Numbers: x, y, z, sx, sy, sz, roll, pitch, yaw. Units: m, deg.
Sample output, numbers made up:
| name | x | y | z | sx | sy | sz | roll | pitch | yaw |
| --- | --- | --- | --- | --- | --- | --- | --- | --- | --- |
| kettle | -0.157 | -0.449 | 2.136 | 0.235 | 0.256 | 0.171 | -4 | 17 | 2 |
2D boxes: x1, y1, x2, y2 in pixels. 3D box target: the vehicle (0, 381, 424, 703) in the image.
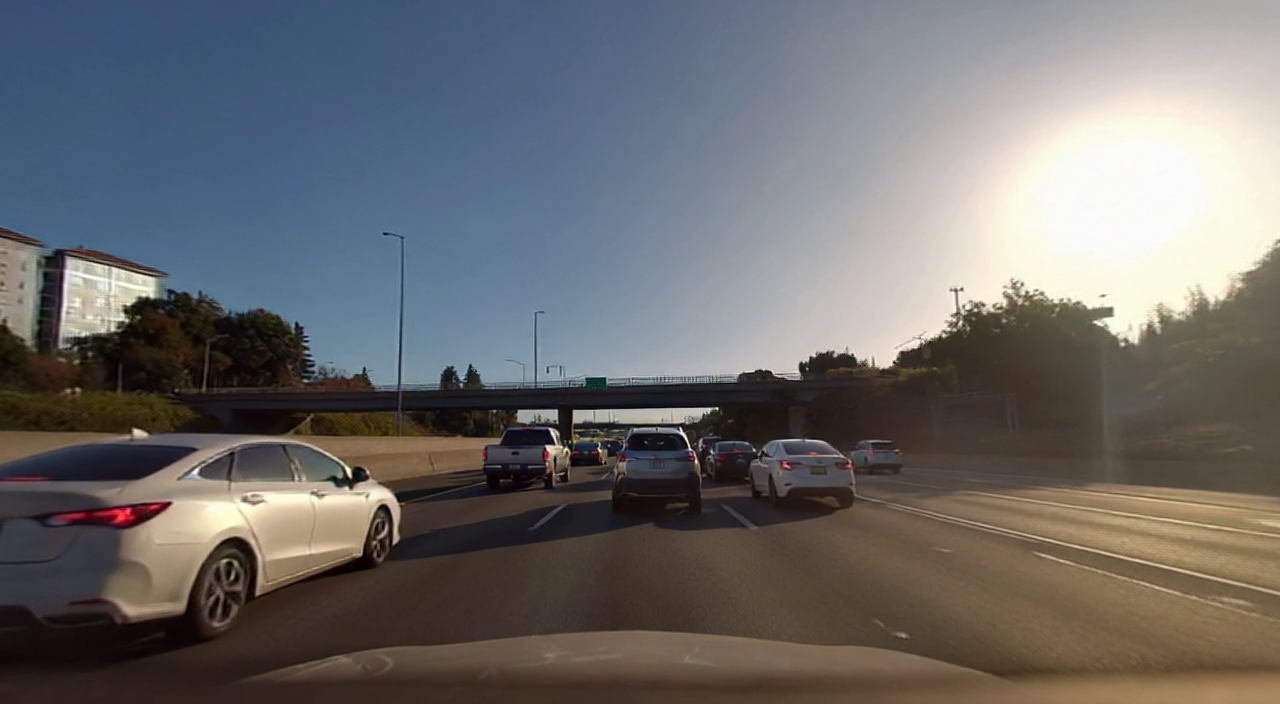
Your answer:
| name | x | y | z | sx | sy | sz | roll | pitch | yaw |
| --- | --- | --- | --- | --- | --- | --- | --- | --- | --- |
| vehicle | -3.634 | 1.266 | 5.075 | 2.014 | 1.579 | 4.761 | 0 | -9 | 1 |

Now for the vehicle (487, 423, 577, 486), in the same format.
| name | x | y | z | sx | sy | sz | roll | pitch | yaw |
| --- | --- | --- | --- | --- | --- | --- | --- | --- | --- |
| vehicle | -3.929 | 3.886 | 24.120 | 2.212 | 2.101 | 6.052 | 0 | -9 | 1 |

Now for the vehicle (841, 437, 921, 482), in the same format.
| name | x | y | z | sx | sy | sz | roll | pitch | yaw |
| --- | --- | --- | --- | --- | --- | --- | --- | --- | --- |
| vehicle | 10.522 | 4.727 | 27.887 | 1.977 | 1.795 | 4.208 | 0 | -9 | 2 |

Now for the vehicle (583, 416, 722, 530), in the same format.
| name | x | y | z | sx | sy | sz | roll | pitch | yaw |
| --- | --- | --- | --- | --- | --- | --- | --- | --- | --- |
| vehicle | 0.220 | 2.228 | 12.079 | 2.181 | 1.756 | 4.167 | 0 | -9 | 0 |

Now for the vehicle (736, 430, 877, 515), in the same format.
| name | x | y | z | sx | sy | sz | roll | pitch | yaw |
| --- | --- | --- | --- | --- | --- | --- | --- | --- | --- |
| vehicle | 3.626 | 2.725 | 14.711 | 2.022 | 1.633 | 4.651 | 0 | -9 | 0 |
